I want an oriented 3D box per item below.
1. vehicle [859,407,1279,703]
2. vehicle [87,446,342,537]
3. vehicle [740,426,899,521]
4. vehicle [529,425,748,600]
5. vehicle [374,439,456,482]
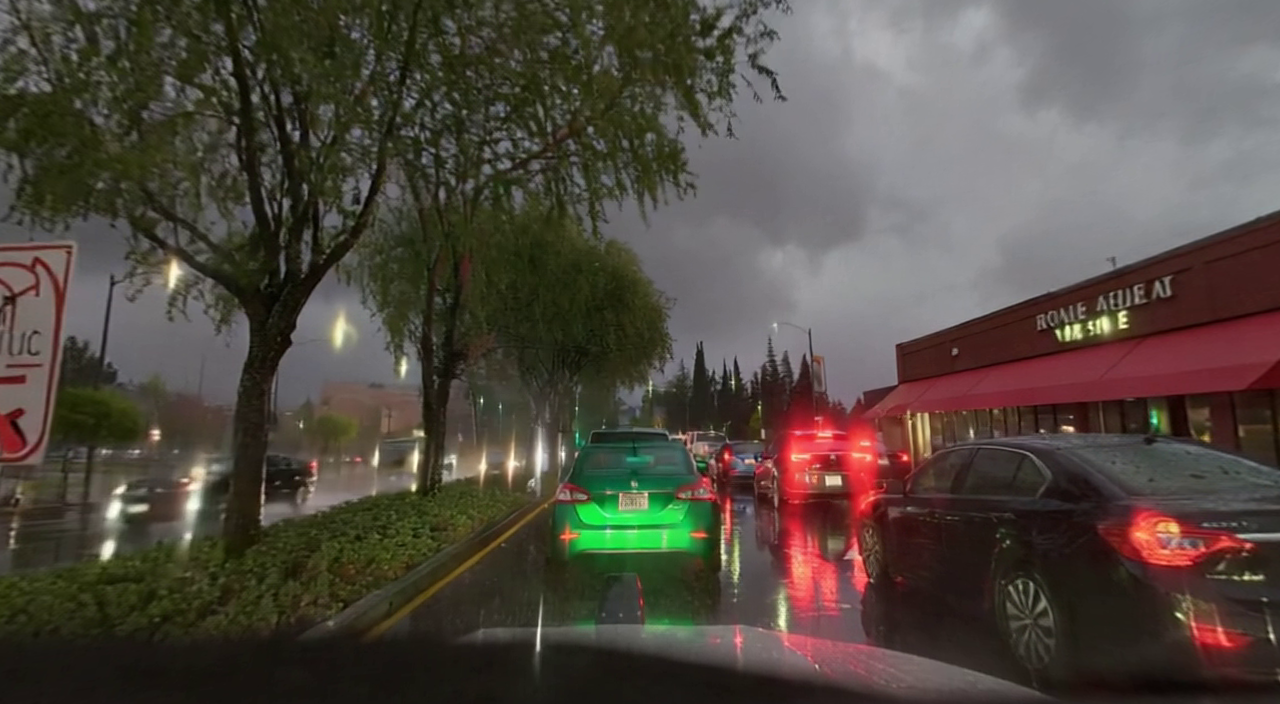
[{"bbox_3d":[3.302,1.257,4.483,1.988,1.480,4.195,0,-9,0],"label":"vehicle"},{"bbox_3d":[-8.020,2.623,12.555,2.169,1.477,4.168,0,-9,0],"label":"vehicle"},{"bbox_3d":[3.531,2.484,13.417,2.025,1.660,4.263,0,-9,-1],"label":"vehicle"},{"bbox_3d":[-0.022,1.655,7.301,1.887,1.487,3.535,0,-9,0],"label":"vehicle"},{"bbox_3d":[-10.266,4.968,29.262,2.060,1.792,5.170,0,-9,-2],"label":"vehicle"}]
